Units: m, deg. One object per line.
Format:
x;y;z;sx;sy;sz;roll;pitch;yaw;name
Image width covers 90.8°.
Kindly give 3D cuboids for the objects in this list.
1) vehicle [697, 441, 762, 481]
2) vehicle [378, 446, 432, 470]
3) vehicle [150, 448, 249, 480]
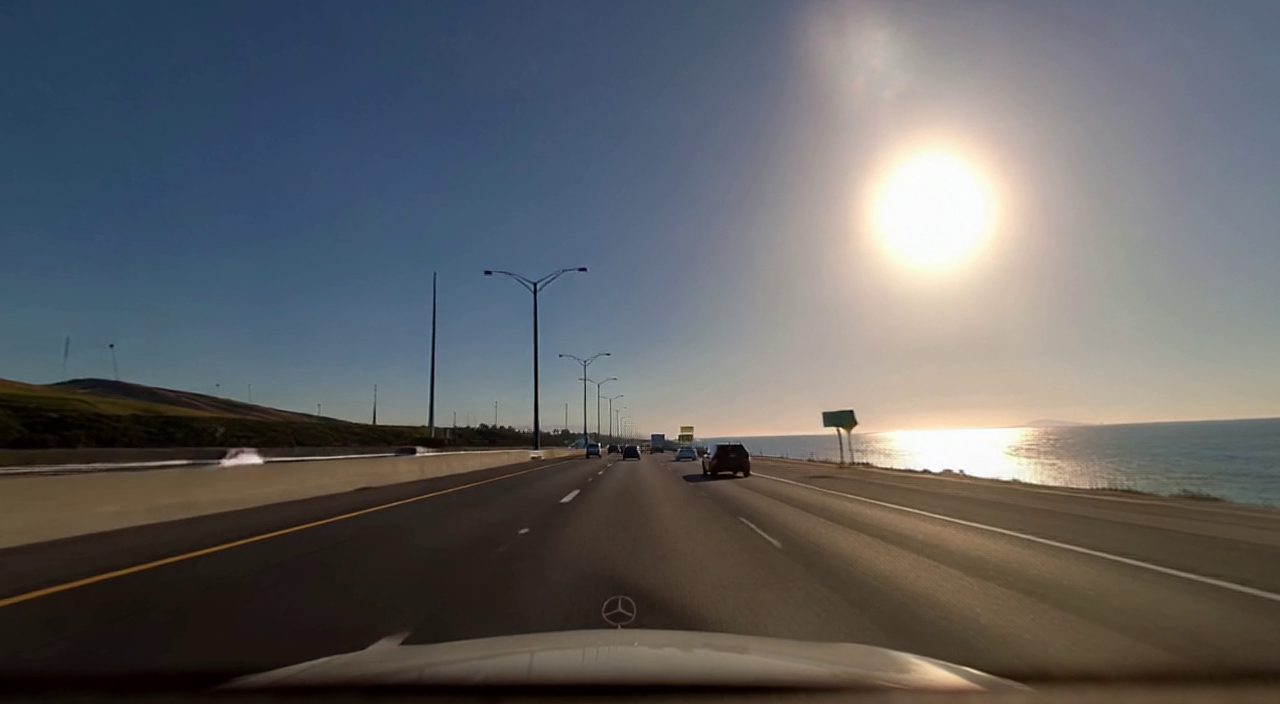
3.497;4.354;25.560;1.890;1.490;4.373;0;-8;-1;vehicle
-15.486;6.994;41.840;1.817;1.467;4.498;0;-8;0;vehicle
-23.012;5.845;33.259;1.909;1.506;4.546;0;-8;0;vehicle
